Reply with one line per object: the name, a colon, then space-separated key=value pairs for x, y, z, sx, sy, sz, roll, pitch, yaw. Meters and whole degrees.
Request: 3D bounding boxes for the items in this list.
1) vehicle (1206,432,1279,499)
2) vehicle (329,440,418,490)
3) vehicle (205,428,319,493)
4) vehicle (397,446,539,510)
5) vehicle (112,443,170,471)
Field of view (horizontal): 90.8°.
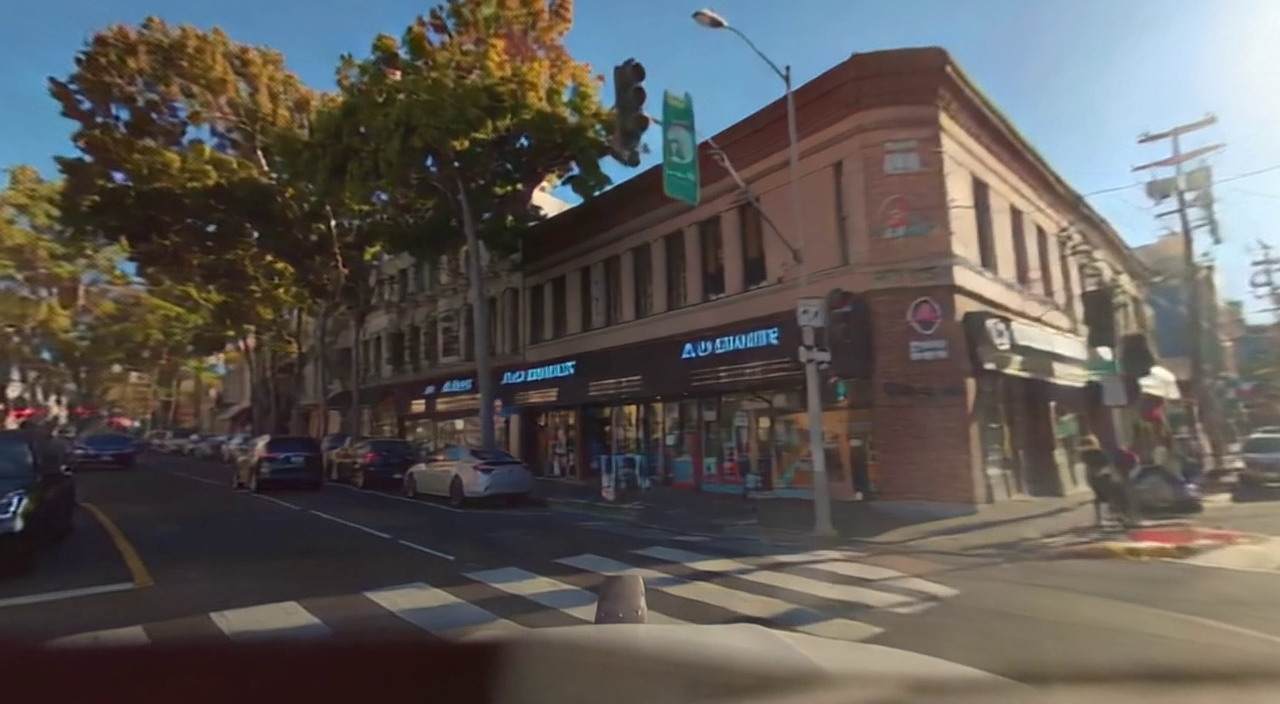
vehicle: x=17.783 y=3.093 z=17.576 sx=4.286 sy=1.596 sz=2.179 roll=7 pitch=-17 yaw=-40
vehicle: x=-10.220 y=4.242 z=24.073 sx=1.882 sy=1.704 sz=4.055 roll=7 pitch=-11 yaw=-41
vehicle: x=-12.816 y=3.590 z=21.300 sx=2.440 sy=1.882 sz=4.611 roll=7 pitch=-11 yaw=-40
vehicle: x=-5.040 y=3.472 z=18.080 sx=2.059 sy=1.550 sz=4.703 roll=7 pitch=-11 yaw=-40
vehicle: x=-27.385 y=5.698 z=34.593 sx=2.050 sy=1.400 sz=4.666 roll=7 pitch=-11 yaw=-41
